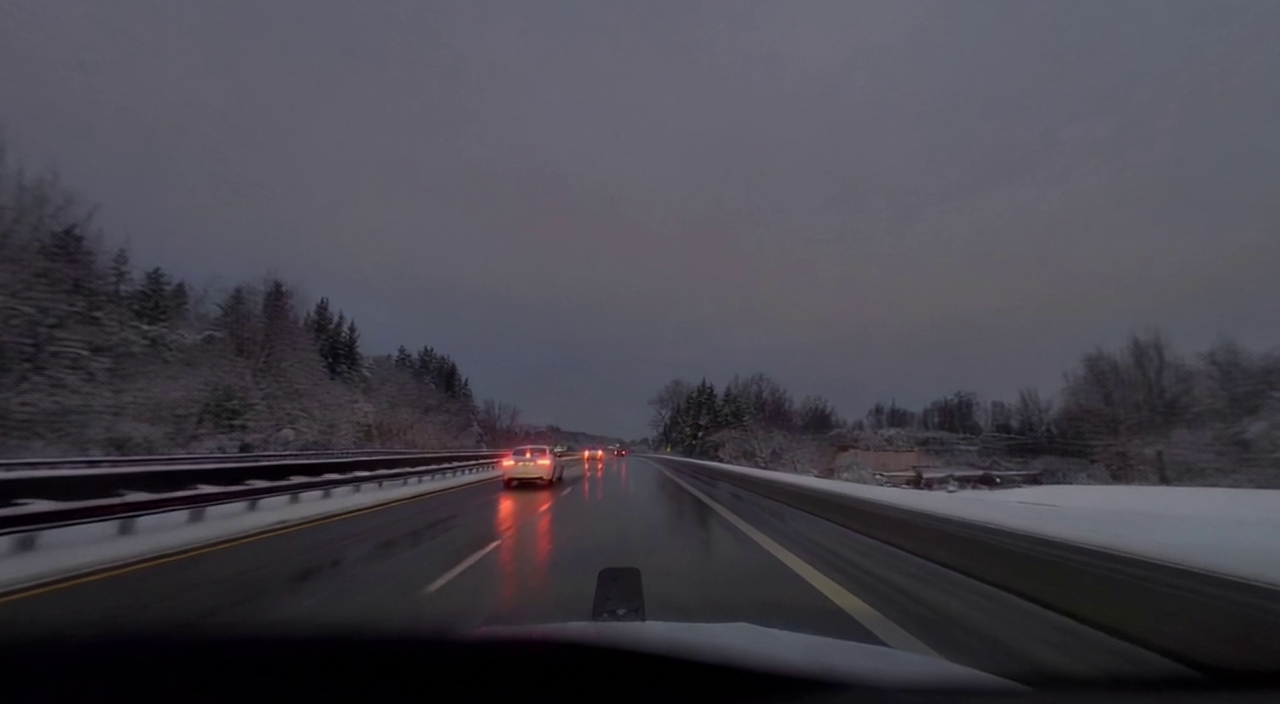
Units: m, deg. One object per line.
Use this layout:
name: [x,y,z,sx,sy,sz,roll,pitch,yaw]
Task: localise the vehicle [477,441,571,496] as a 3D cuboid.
vehicle: [-3.687,3.834,21.157,2.184,1.574,5.004,0,-9,0]
